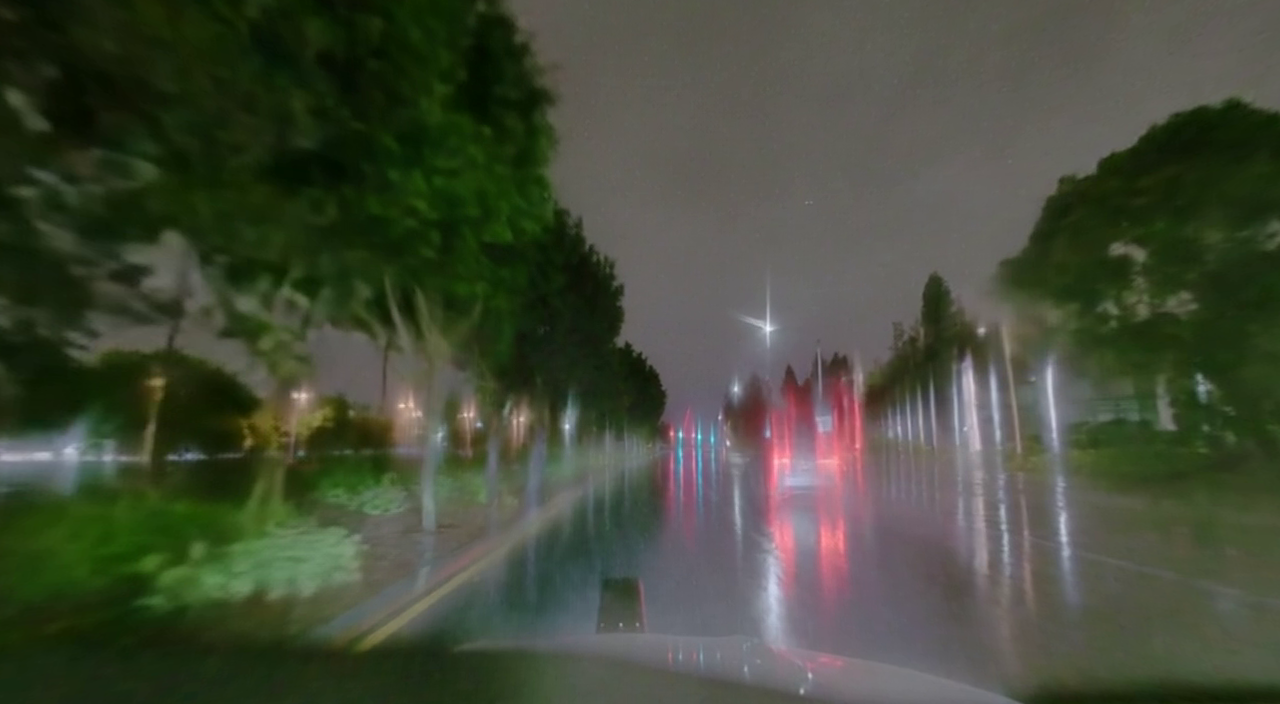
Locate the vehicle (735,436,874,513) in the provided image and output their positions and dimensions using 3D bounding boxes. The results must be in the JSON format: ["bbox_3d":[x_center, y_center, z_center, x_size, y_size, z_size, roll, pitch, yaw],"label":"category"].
[{"bbox_3d":[3.553,2.722,14.604,1.928,1.481,4.453,0,-8,-1],"label":"vehicle"}]
